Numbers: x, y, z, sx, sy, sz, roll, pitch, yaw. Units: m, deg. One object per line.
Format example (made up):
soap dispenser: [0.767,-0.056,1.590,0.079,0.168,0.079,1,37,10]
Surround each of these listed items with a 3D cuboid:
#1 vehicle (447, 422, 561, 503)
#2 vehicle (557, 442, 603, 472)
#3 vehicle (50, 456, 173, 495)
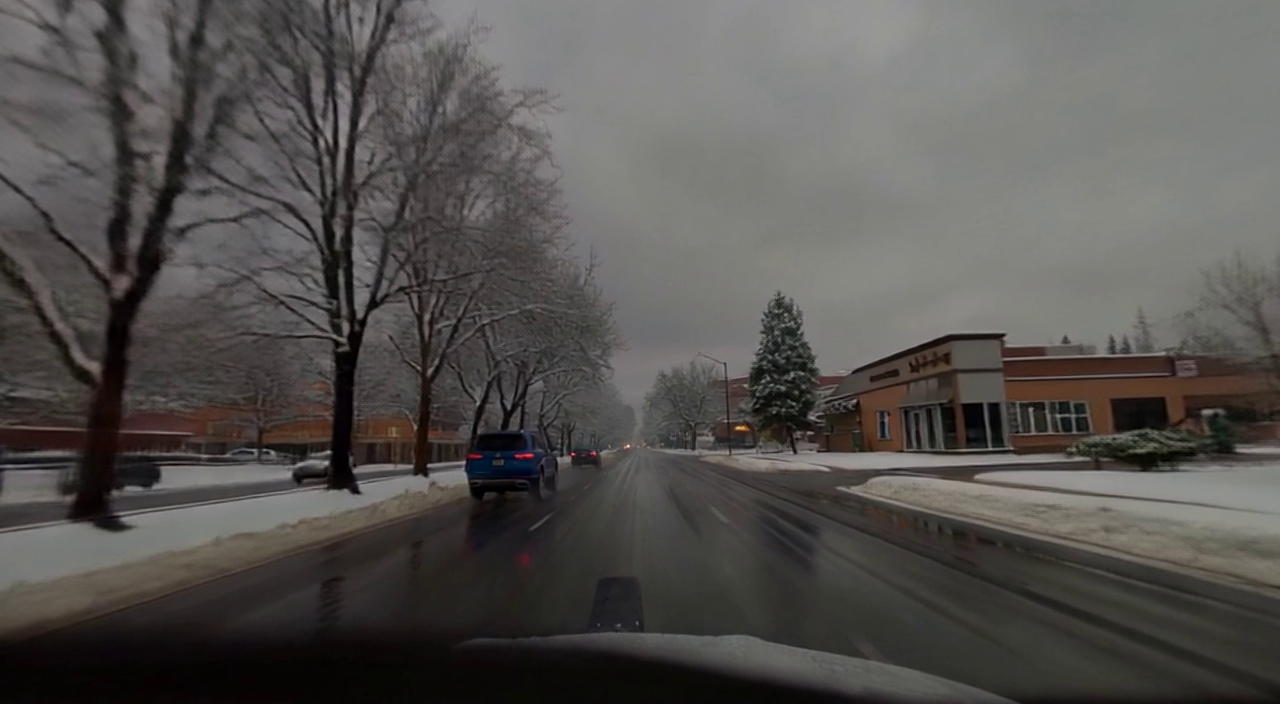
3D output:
vehicle: [-3.361,2.829,16.582,2.042,1.817,4.364,0,-8,0]
vehicle: [-3.122,5.580,33.862,2.069,1.470,4.601,0,-8,0]
vehicle: [-22.879,5.318,27.590,1.906,1.494,3.966,0,-8,0]
